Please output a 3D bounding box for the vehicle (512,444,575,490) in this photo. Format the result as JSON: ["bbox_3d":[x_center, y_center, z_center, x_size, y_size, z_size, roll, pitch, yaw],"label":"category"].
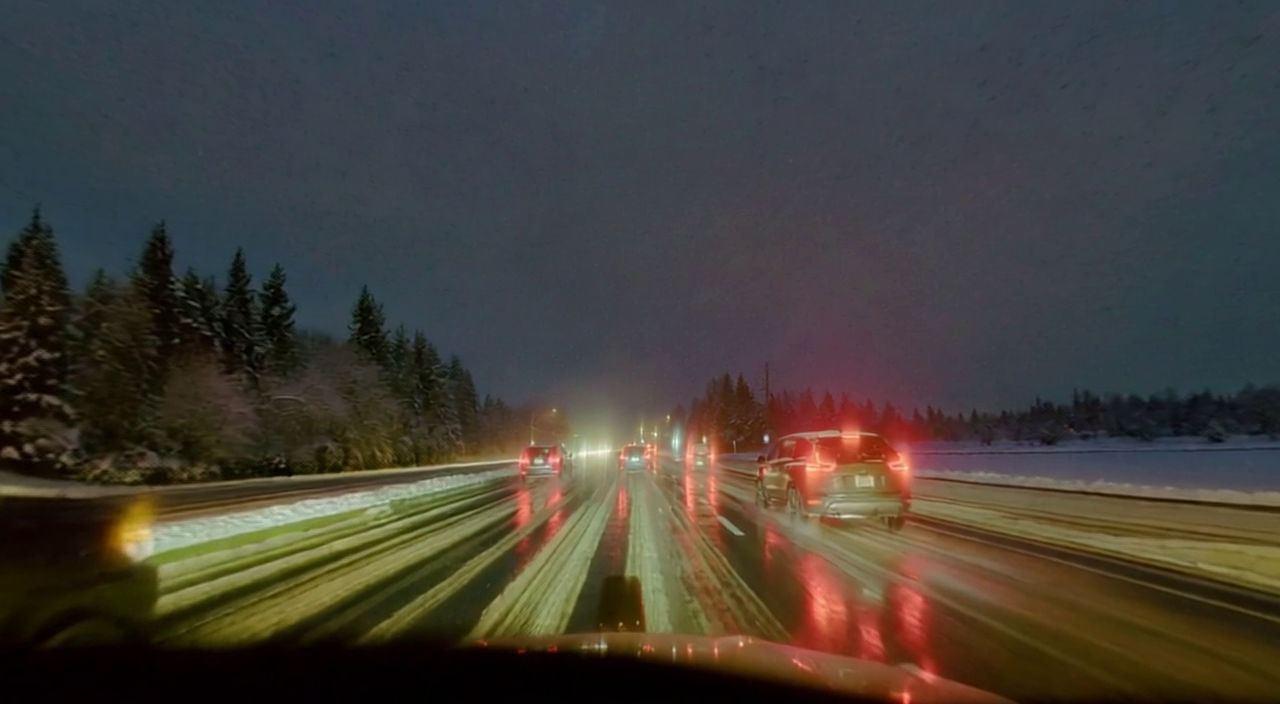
[{"bbox_3d":[-3.651,4.377,24.489,1.823,1.602,4.061,0,-8,0],"label":"vehicle"}]

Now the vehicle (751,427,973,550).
[{"bbox_3d":[3.434,2.207,10.996,2.069,1.644,4.714,0,-9,-1],"label":"vehicle"}]

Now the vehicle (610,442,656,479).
[{"bbox_3d":[-0.373,5.406,31.804,2.150,1.725,4.096,0,-9,-1],"label":"vehicle"}]

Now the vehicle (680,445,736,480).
[{"bbox_3d":[3.178,5.249,30.288,2.068,1.541,4.041,0,-9,-2],"label":"vehicle"}]

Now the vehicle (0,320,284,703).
[{"bbox_3d":[-3.735,0.728,1.965,2.352,1.846,4.953,0,-8,0],"label":"vehicle"}]
